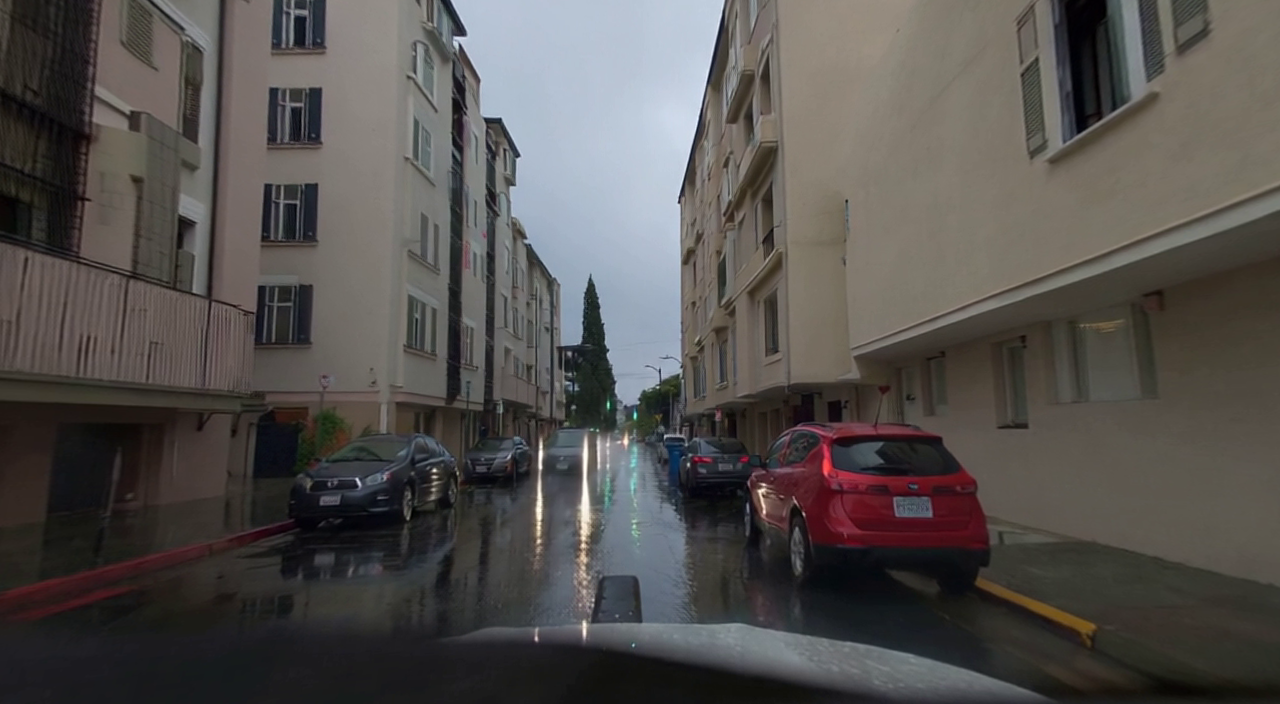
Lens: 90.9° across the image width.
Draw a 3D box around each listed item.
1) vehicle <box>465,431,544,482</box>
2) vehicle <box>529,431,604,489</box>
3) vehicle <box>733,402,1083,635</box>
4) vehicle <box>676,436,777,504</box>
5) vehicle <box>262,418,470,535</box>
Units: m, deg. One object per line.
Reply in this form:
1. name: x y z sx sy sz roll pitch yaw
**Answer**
1. vehicle: -4.840 3.793 23.007 1.942 1.521 3.761 5 -9 0
2. vehicle: -2.071 3.126 18.648 1.845 1.544 3.388 0 -8 0
3. vehicle: 2.257 1.479 6.620 1.839 1.678 3.918 0 -8 -2
4. vehicle: 2.005 2.863 15.893 1.786 1.447 4.314 0 -8 -2
5. vehicle: -4.542 2.151 11.321 1.883 1.499 4.426 6 -10 -3
